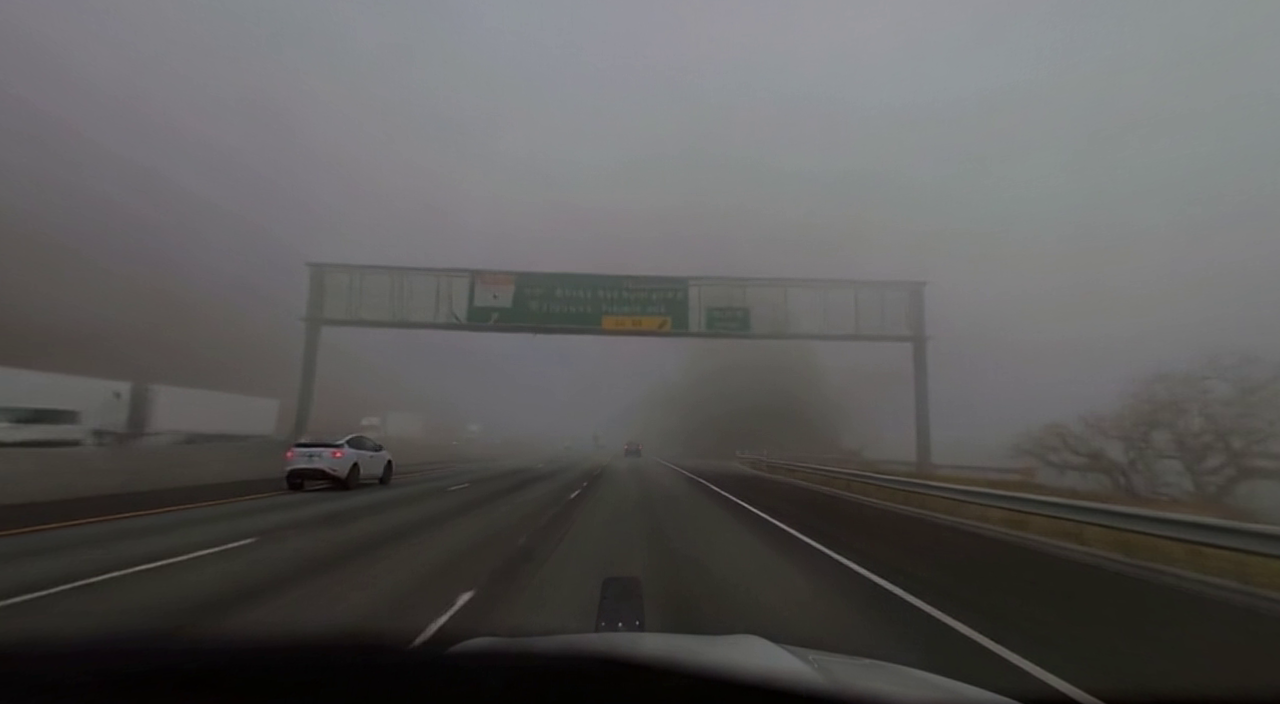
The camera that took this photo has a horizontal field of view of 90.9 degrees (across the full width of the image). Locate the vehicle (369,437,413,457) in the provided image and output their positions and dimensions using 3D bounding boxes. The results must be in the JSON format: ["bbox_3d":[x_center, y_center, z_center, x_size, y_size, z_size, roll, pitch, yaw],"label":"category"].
[{"bbox_3d":[-18.423,7.047,46.802,1.833,1.439,3.471,0,-8,-1],"label":"vehicle"}]

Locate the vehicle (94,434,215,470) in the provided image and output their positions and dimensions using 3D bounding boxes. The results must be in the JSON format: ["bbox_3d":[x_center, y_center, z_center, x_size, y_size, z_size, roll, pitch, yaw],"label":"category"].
[{"bbox_3d":[-21.593,4.436,28.319,2.076,1.446,4.276,0,-8,-1],"label":"vehicle"}]

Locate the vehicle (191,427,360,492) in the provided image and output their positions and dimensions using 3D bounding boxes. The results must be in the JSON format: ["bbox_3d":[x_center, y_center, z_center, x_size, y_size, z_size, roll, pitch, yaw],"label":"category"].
[{"bbox_3d":[-10.574,3.124,18.859,2.197,1.654,4.823,0,-8,-1],"label":"vehicle"}]

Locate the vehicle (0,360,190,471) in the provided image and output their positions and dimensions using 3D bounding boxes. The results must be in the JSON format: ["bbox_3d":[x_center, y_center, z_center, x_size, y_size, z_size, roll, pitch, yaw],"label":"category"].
[{"bbox_3d":[-25.177,2.734,26.084,2.859,4.057,14.449,0,-8,-2],"label":"vehicle"}]
